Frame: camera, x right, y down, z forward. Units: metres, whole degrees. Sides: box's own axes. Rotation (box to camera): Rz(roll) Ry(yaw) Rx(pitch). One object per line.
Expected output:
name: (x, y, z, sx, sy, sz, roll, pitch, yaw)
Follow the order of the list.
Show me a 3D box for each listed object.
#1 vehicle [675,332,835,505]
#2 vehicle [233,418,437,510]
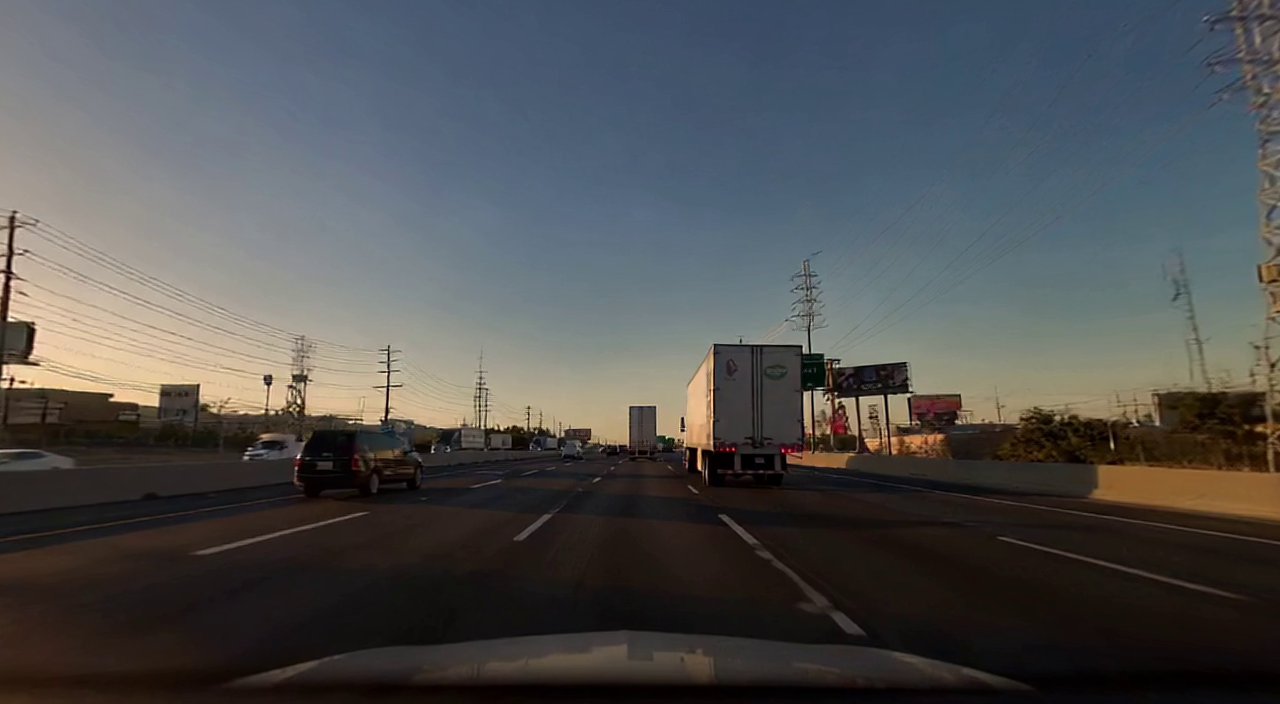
vehicle: (3.200, 2.808, 23.545, 2.892, 4.152, 16.575, 0, -9, 0)
vehicle: (-7.344, 2.795, 16.227, 2.425, 1.917, 5.647, 0, -9, 0)
